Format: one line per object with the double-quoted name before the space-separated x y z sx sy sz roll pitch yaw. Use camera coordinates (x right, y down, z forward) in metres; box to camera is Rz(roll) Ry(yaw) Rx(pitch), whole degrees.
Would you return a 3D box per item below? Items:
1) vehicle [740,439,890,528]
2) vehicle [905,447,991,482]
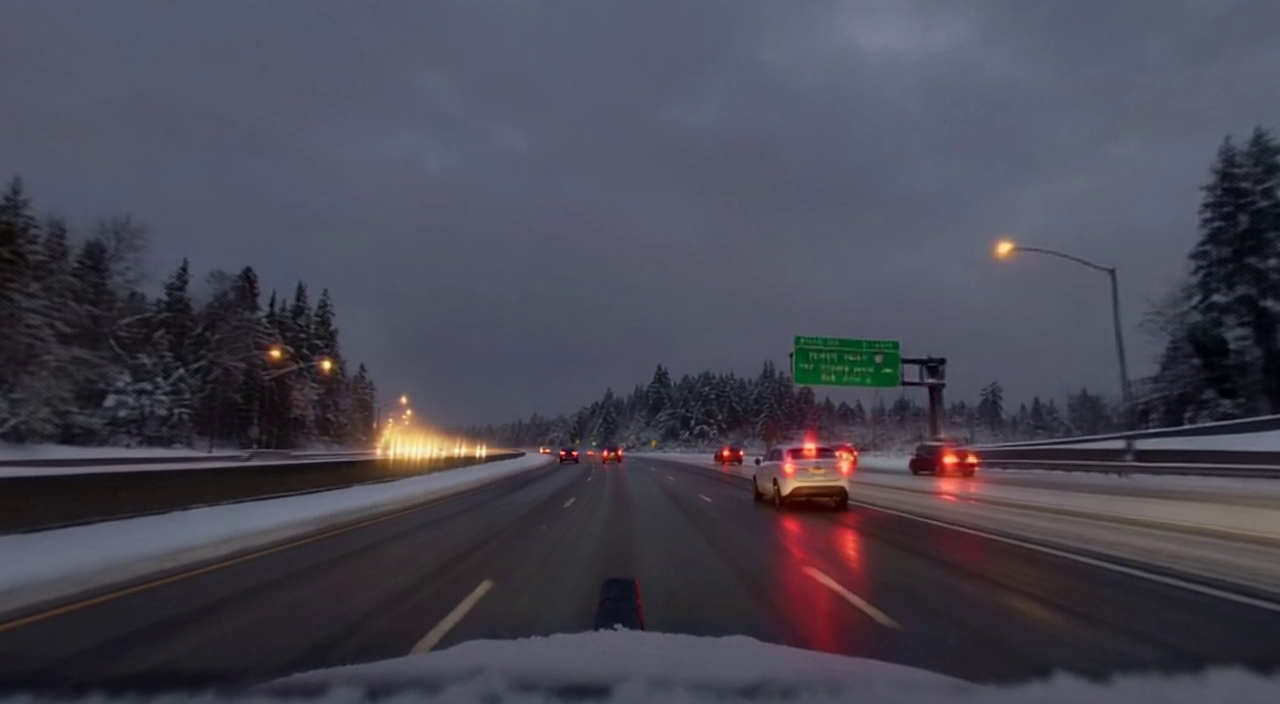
"vehicle" 3.418 2.644 13.152 1.975 1.562 3.823 0 -9 -1
"vehicle" 14.300 5.223 29.532 1.878 1.486 4.636 0 -9 3
